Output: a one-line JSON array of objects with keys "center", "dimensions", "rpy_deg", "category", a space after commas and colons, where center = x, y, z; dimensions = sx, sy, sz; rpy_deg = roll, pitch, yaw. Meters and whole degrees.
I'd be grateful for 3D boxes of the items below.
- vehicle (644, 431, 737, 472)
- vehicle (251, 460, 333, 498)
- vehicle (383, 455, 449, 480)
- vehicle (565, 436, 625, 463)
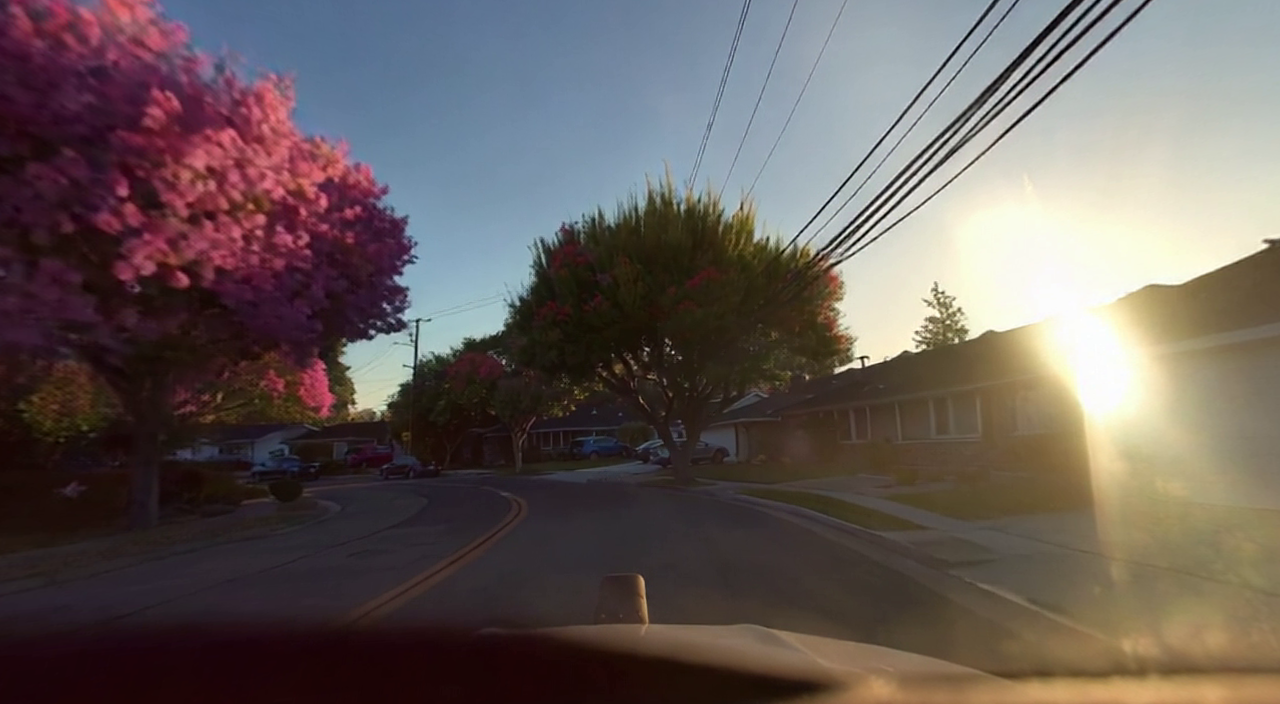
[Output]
[{"center": [2.685, 5.239, 33.418], "dimensions": [4.459, 1.738, 1.930], "rpy_deg": [-1, -8, -28], "category": "vehicle"}, {"center": [-17.232, 6.216, 31.257], "dimensions": [3.897, 1.493, 1.942], "rpy_deg": [-4, -7, 34], "category": "vehicle"}, {"center": [-14.651, 7.510, 41.238], "dimensions": [4.019, 1.484, 1.978], "rpy_deg": [-6, -10, 33], "category": "vehicle"}, {"center": [-3.213, 7.059, 45.783], "dimensions": [2.043, 1.819, 4.476], "rpy_deg": [-6, -10, 33], "category": "vehicle"}]
